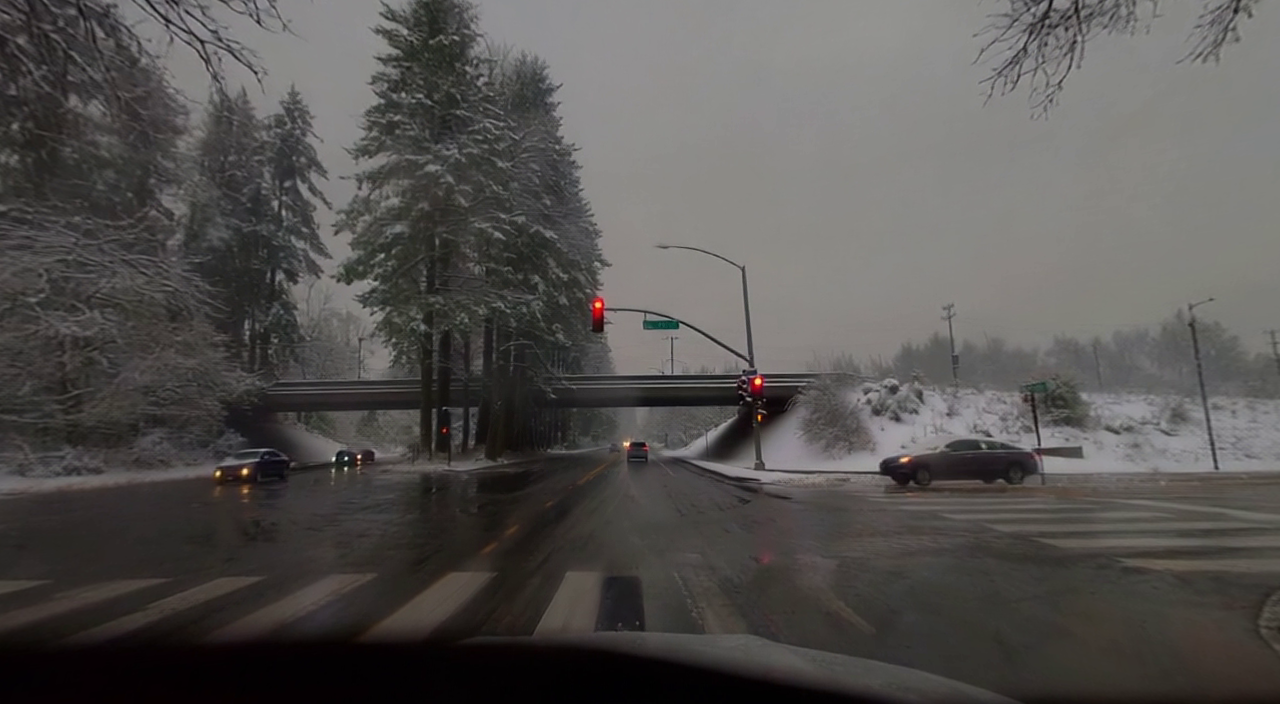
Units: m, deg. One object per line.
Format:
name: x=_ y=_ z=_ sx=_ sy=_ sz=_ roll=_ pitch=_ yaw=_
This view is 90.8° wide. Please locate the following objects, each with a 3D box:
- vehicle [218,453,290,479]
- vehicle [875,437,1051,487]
vehicle: x=-23.945 y=7.059 z=39.382 sx=1.834 sy=1.482 sz=4.310 roll=0 pitch=-9 yaw=0
vehicle: x=10.191 y=3.467 z=20.094 sx=4.691 sy=1.466 sz=1.800 roll=1 pitch=-9 yaw=-7
